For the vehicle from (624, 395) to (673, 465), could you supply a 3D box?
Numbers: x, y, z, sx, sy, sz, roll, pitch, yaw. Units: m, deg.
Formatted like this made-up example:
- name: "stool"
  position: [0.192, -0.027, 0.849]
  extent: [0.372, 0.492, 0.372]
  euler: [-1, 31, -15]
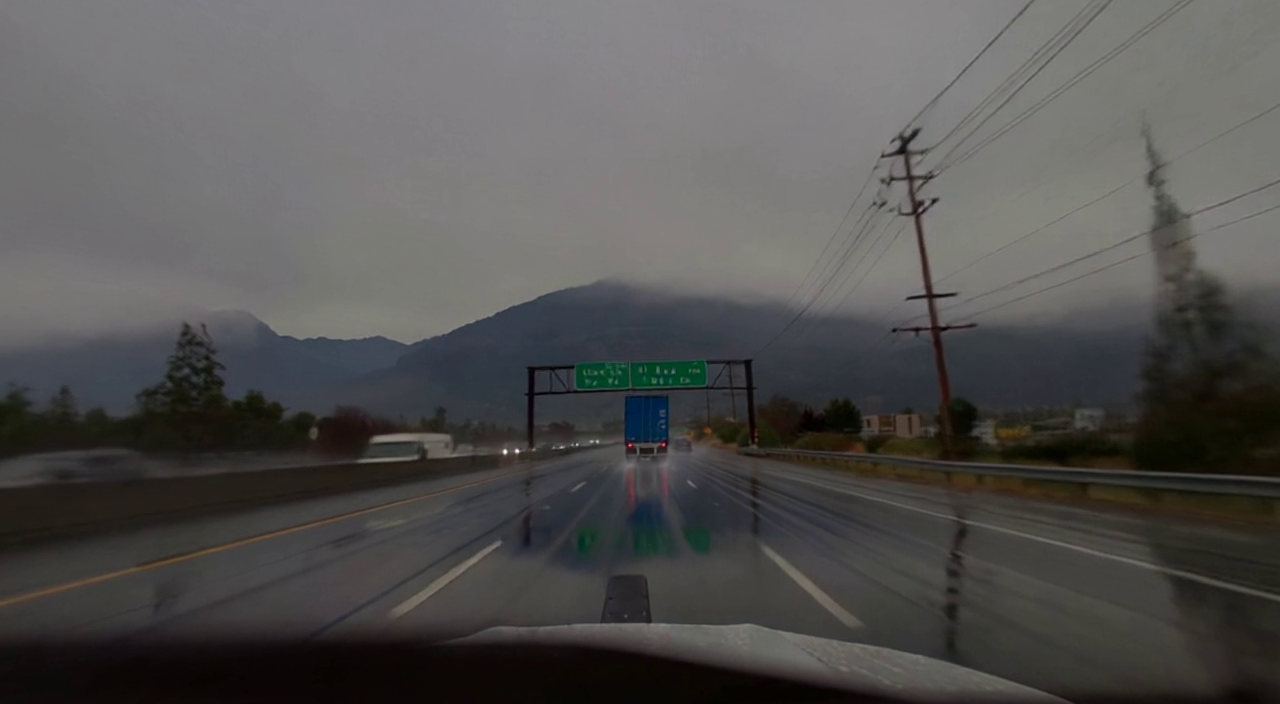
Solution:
- name: "vehicle"
  position: [0.431, 5.426, 42.898]
  extent: [2.919, 4.101, 11.541]
  euler: [0, -8, -1]

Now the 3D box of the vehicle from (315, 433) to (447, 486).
- name: "vehicle"
  position: [-11.459, 4.866, 29.114]
  extent: [2.034, 2.006, 9.585]
  euler: [0, -8, 0]

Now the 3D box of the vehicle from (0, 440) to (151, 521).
- name: "vehicle"
  position: [-16.143, 3.231, 16.194]
  extent: [2.118, 1.889, 6.262]
  euler: [0, -8, 0]
